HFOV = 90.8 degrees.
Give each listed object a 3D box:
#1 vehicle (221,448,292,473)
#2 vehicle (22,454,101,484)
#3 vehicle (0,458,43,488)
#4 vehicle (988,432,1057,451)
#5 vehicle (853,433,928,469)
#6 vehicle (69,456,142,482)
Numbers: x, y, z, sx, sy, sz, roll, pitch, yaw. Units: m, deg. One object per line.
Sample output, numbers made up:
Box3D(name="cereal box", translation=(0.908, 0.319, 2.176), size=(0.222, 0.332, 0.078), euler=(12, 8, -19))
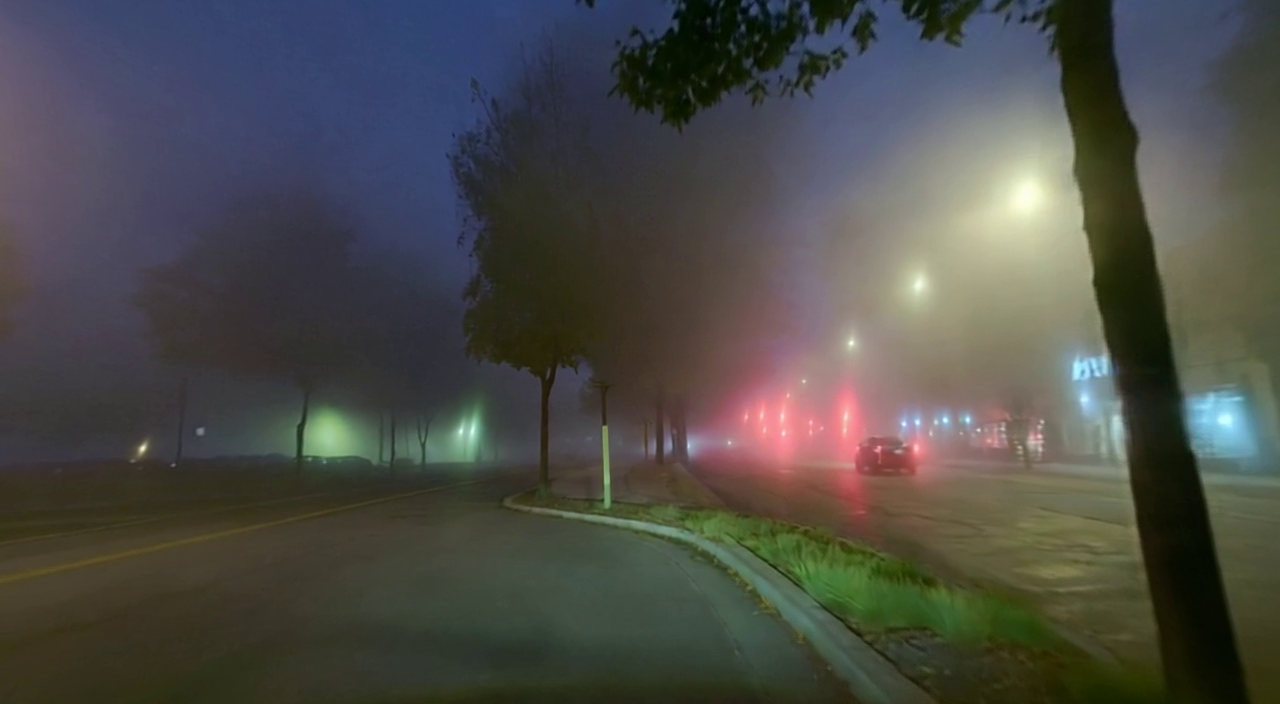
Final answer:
Box3D(name="vehicle", translation=(-28.369, 7.954, 46.715), size=(5.483, 1.719, 2.112), euler=(-5, -10, 31))
Box3D(name="vehicle", translation=(-34.096, 6.845, 37.169), size=(5.124, 1.541, 2.121), euler=(-6, -10, 33))
Box3D(name="vehicle", translation=(-35.186, 6.679, 35.001), size=(4.157, 1.458, 2.130), euler=(-6, -10, 35))
Box3D(name="vehicle", translation=(28.055, 6.584, 46.393), size=(3.839, 1.386, 1.816), euler=(-1, -8, 6))
Box3D(name="vehicle", translation=(12.577, 5.001, 32.071), size=(2.100, 1.638, 4.545), euler=(0, -8, 2))
Box3D(name="vehicle", translation=(-34.672, 7.562, 40.977), size=(4.416, 1.541, 2.102), euler=(-5, -10, 30))
